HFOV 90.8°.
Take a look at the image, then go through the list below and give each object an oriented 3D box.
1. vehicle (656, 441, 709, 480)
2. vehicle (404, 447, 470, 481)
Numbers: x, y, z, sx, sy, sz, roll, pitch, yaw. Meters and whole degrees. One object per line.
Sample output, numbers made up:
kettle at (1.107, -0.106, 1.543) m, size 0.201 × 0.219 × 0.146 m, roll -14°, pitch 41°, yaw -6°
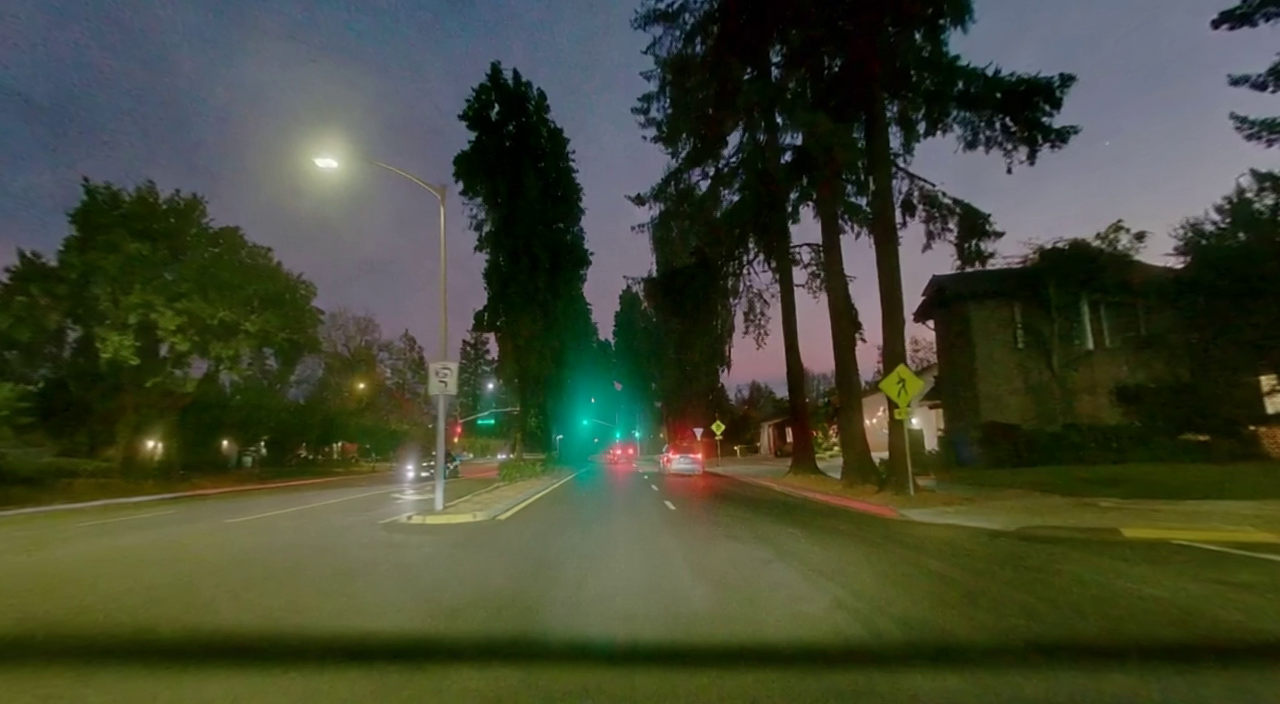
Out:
vehicle at (1.933, 5.137, 30.198) m, size 1.990 × 1.707 × 4.225 m, roll 0°, pitch -9°, yaw -3°
vehicle at (-9.520, 5.264, 29.975) m, size 1.886 × 1.485 × 3.913 m, roll 0°, pitch -9°, yaw -2°
